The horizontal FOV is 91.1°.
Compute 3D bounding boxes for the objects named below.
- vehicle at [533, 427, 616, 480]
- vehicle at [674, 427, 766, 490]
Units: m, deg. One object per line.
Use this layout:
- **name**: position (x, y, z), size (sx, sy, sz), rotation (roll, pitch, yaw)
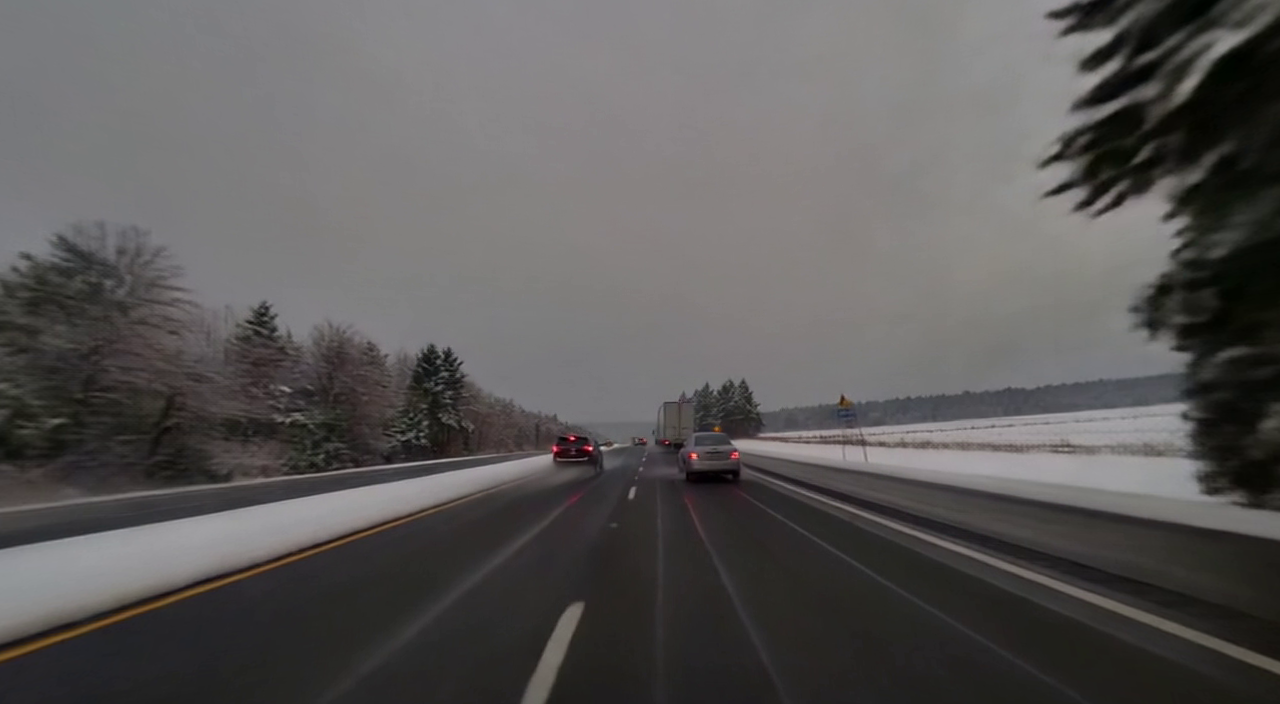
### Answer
- **vehicle**: position (-2.127, 3.485, 21.986), size (2.192, 1.623, 4.887), rotation (0, -8, 2)
- **vehicle**: position (2.079, 2.922, 17.673), size (2.072, 1.534, 4.300), rotation (0, -8, 1)
